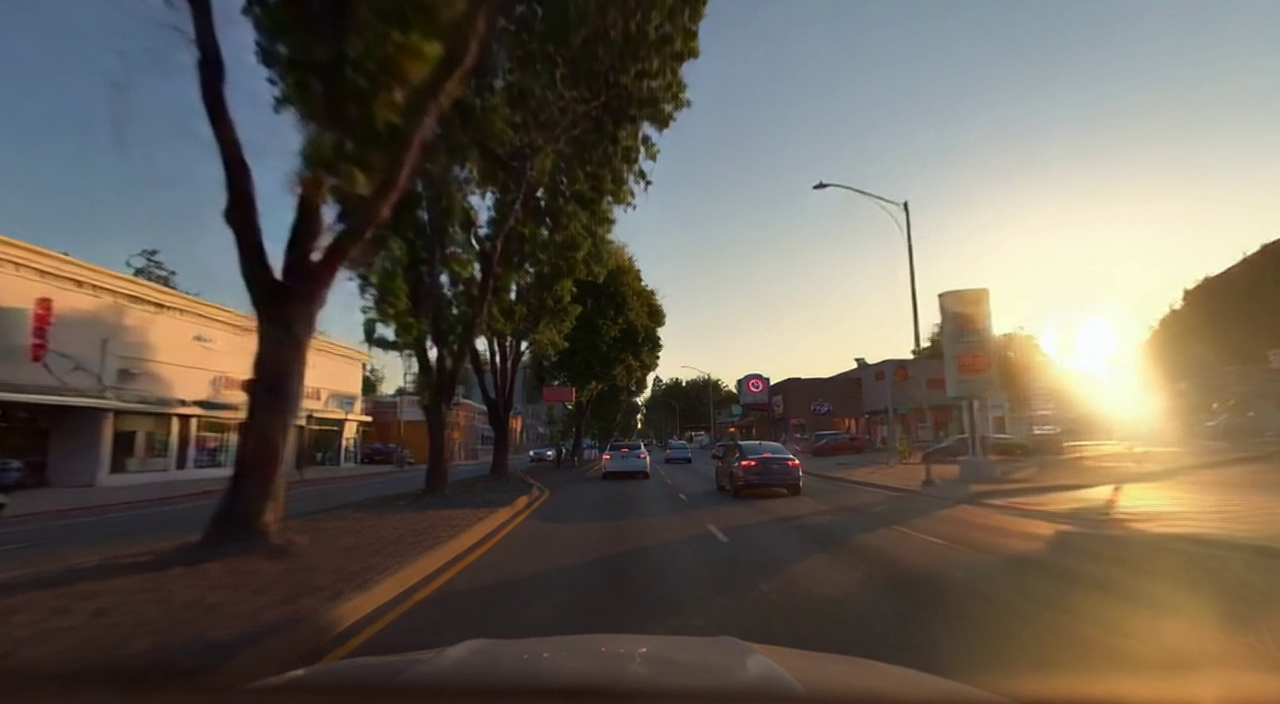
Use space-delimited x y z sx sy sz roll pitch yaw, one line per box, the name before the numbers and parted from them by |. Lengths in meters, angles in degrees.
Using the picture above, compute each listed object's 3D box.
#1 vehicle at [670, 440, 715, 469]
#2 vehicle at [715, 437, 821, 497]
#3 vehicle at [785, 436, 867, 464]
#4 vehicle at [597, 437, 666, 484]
vehicle | 2.897 5.796 35.895 2.098 1.527 3.966 0 -9 -2
vehicle | 3.434 3.184 17.886 2.060 1.471 4.168 0 -9 -1
vehicle | 11.488 6.061 39.243 4.291 1.652 2.122 1 -9 -6
vehicle | -0.299 3.845 22.739 2.232 1.508 4.319 0 -9 -1
